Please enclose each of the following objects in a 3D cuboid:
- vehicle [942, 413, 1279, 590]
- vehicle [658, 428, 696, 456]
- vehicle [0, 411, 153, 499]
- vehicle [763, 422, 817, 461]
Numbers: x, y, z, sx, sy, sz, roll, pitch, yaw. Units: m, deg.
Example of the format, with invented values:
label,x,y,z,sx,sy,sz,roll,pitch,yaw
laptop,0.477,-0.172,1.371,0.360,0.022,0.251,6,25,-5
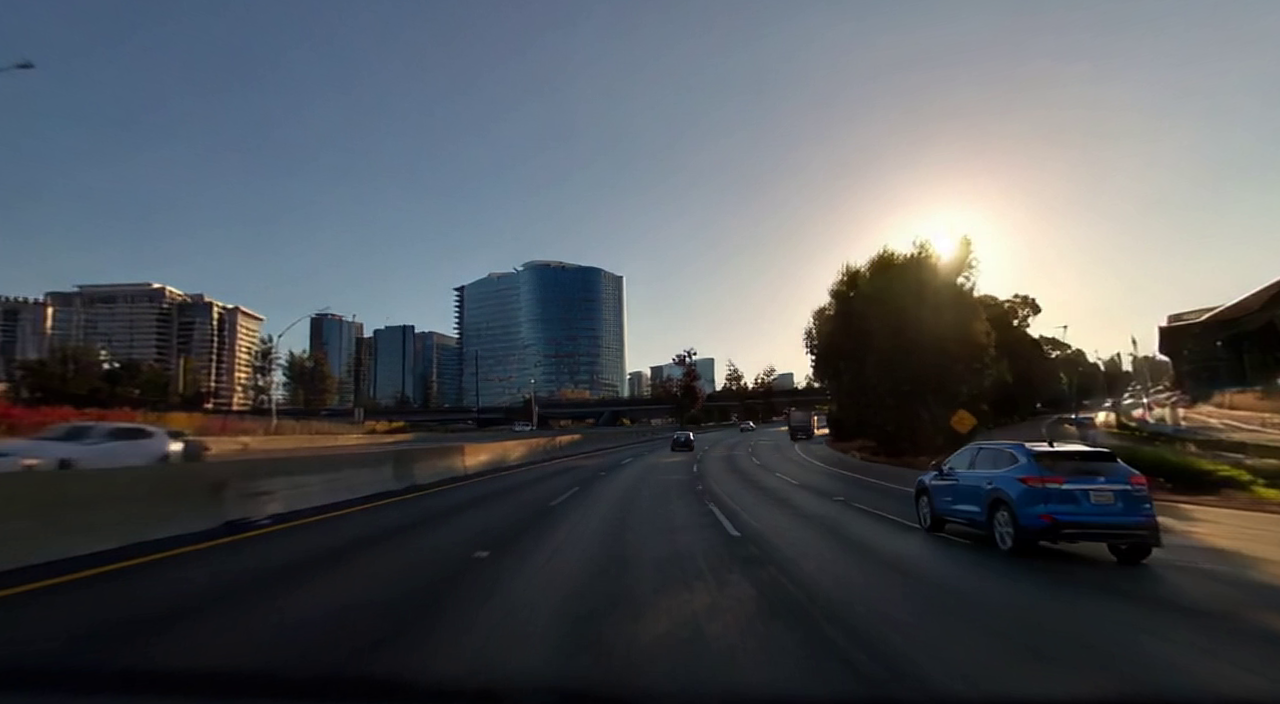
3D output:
label,x,y,z,sx,sy,sz,roll,pitch,yaw
vehicle,5.950,1.741,8.215,2.097,1.659,4.320,-1,-9,4
vehicle,2.579,6.195,43.338,2.181,1.768,4.383,-1,-9,8
vehicle,-12.251,1.960,12.060,2.179,1.522,4.505,0,-9,2
vehicle,9.268,5.647,39.716,2.526,2.230,6.190,-1,-9,6
